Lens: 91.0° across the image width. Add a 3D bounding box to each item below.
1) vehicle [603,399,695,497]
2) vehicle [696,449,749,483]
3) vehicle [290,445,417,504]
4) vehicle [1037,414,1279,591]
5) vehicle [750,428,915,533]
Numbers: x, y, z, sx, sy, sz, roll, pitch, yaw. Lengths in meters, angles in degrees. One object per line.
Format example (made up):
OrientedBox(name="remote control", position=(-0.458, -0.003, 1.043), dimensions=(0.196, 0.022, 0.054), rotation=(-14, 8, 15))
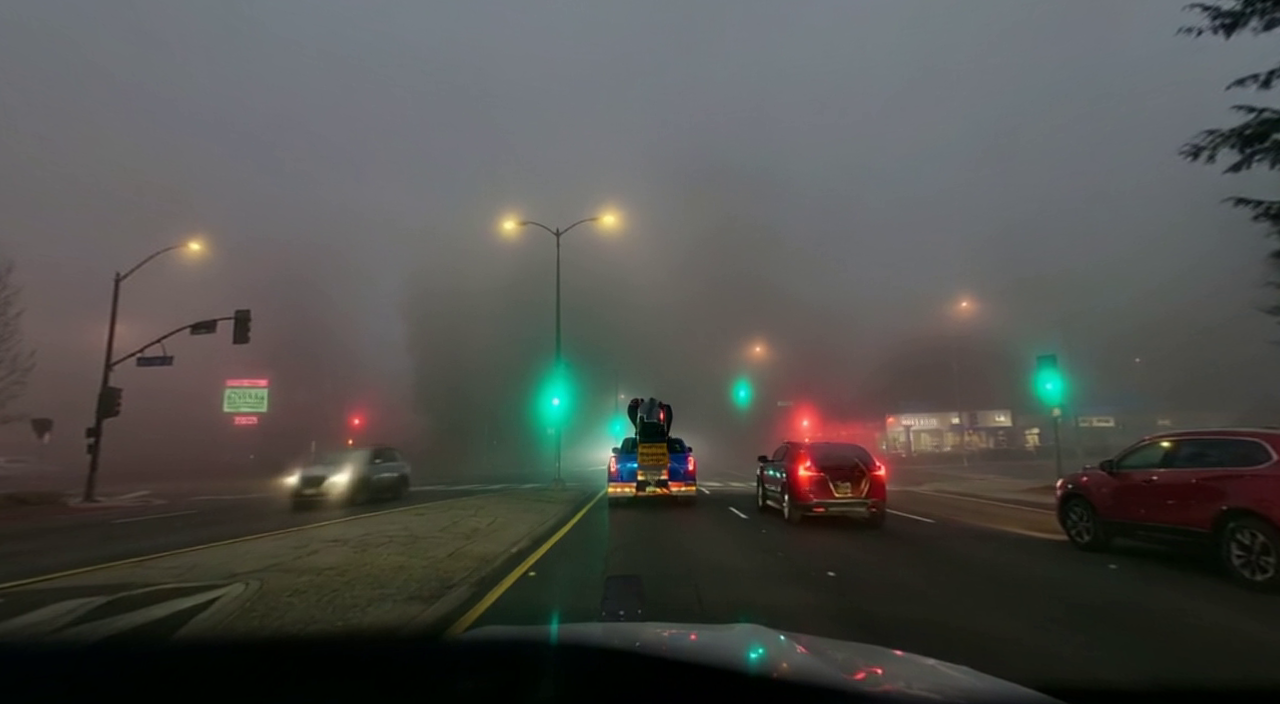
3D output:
OrientedBox(name="vehicle", position=(0.253, 2.787, 18.423), dimensions=(2.370, 2.518, 3.858), rotation=(0, -8, 1))
OrientedBox(name="vehicle", position=(4.018, 5.604, 31.313), dimensions=(1.967, 1.515, 4.378), rotation=(0, -9, -1))
OrientedBox(name="vehicle", position=(-8.449, 3.617, 19.051), dimensions=(1.889, 1.576, 4.044), rotation=(0, -9, 0))
OrientedBox(name="vehicle", position=(7.178, 1.669, 7.487), dimensions=(1.982, 1.698, 4.408), rotation=(0, -9, 0))
OrientedBox(name="vehicle", position=(3.648, 2.509, 12.899), dimensions=(2.025, 1.754, 4.311), rotation=(0, -9, 0))
